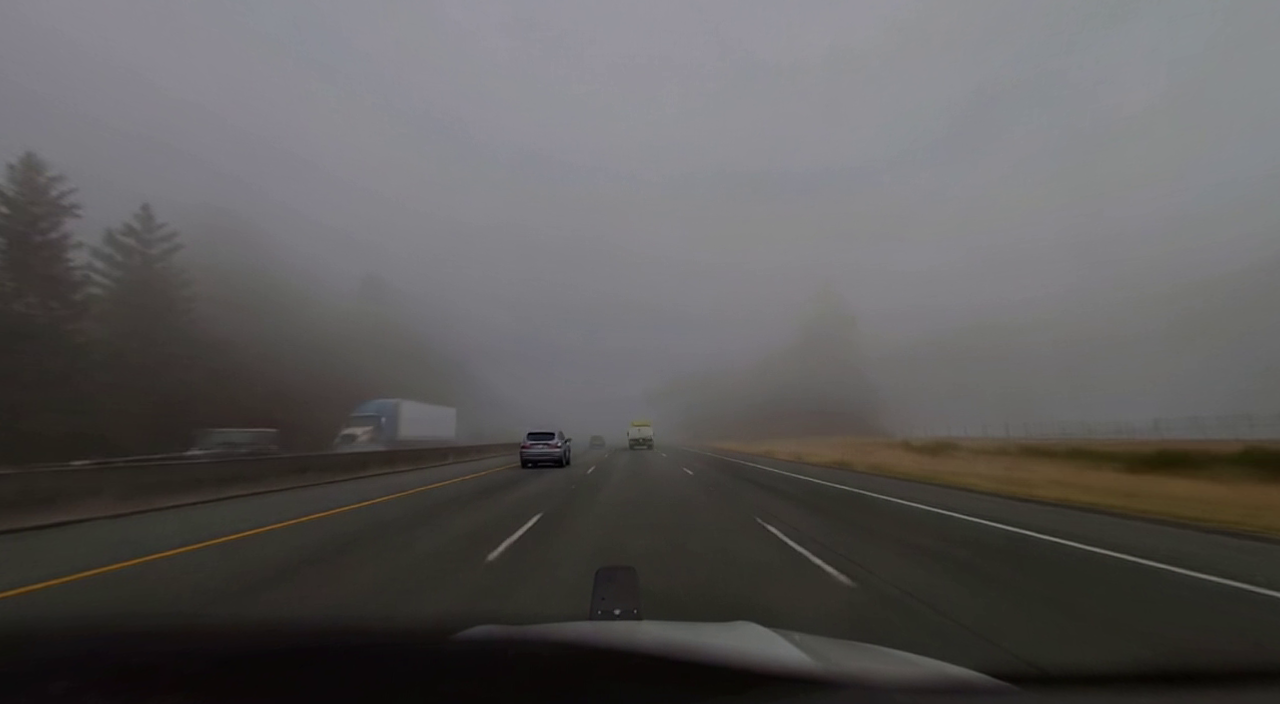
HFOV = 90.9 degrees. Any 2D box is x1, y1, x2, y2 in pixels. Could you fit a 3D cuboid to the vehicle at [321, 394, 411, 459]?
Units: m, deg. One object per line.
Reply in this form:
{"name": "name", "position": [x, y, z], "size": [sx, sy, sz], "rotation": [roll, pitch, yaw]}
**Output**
{"name": "vehicle", "position": [-17.151, 4.781, 39.941], "size": [2.975, 3.782, 5.870], "rotation": [0, -8, 0]}

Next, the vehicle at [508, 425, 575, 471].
{"name": "vehicle", "position": [-3.864, 3.838, 25.481], "size": [2.045, 1.655, 4.301], "rotation": [0, -8, 0]}
